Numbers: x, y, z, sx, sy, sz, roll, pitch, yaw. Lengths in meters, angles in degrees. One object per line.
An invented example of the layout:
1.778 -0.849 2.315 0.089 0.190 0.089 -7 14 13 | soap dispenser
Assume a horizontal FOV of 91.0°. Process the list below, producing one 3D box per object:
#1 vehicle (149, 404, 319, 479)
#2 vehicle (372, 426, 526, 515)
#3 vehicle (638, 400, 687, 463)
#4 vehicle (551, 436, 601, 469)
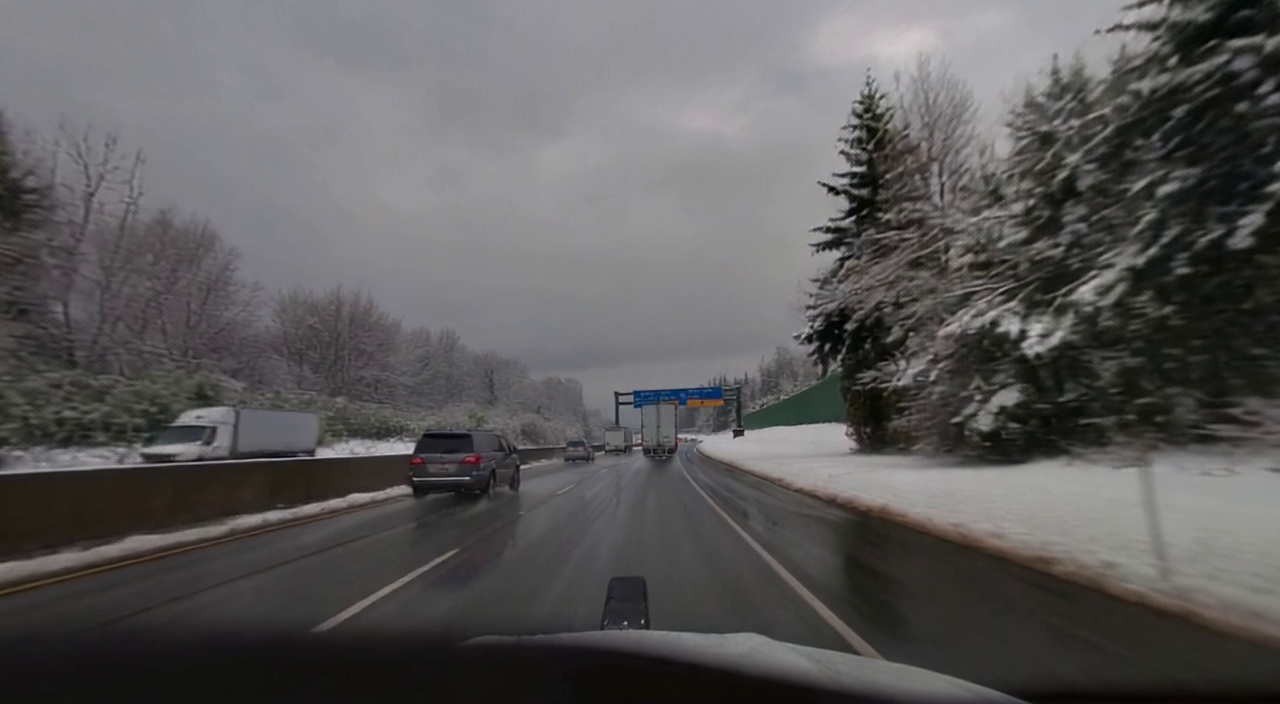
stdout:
-22.421 5.098 35.862 3.009 3.625 10.321 0 -8 -2 | vehicle
-3.748 2.377 13.152 1.927 1.556 3.921 0 -8 1 | vehicle
1.499 5.500 42.768 2.933 3.701 10.425 0 -8 2 | vehicle
-3.230 5.192 32.582 1.962 1.575 4.158 0 -8 2 | vehicle
